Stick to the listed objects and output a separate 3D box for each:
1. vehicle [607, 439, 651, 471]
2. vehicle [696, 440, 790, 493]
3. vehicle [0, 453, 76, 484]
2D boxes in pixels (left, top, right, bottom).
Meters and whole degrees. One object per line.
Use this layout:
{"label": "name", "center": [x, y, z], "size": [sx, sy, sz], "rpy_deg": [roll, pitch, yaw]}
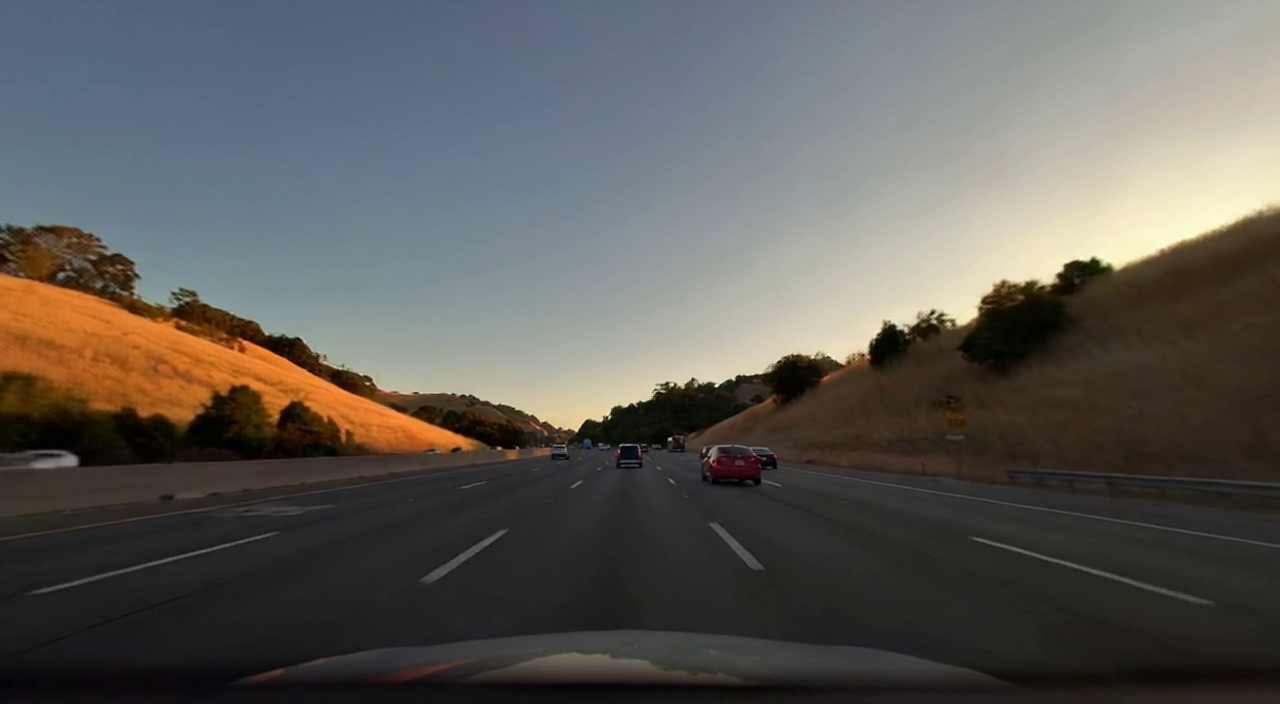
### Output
{"label": "vehicle", "center": [-0.605, 5.644, 34.806], "size": [2.277, 1.675, 4.023], "rpy_deg": [0, -8, 0]}
{"label": "vehicle", "center": [3.162, 3.639, 20.519], "size": [2.120, 1.492, 4.734], "rpy_deg": [0, -8, -2]}
{"label": "vehicle", "center": [-36.457, 6.799, 37.117], "size": [2.014, 1.547, 4.971], "rpy_deg": [1, -8, 1]}
